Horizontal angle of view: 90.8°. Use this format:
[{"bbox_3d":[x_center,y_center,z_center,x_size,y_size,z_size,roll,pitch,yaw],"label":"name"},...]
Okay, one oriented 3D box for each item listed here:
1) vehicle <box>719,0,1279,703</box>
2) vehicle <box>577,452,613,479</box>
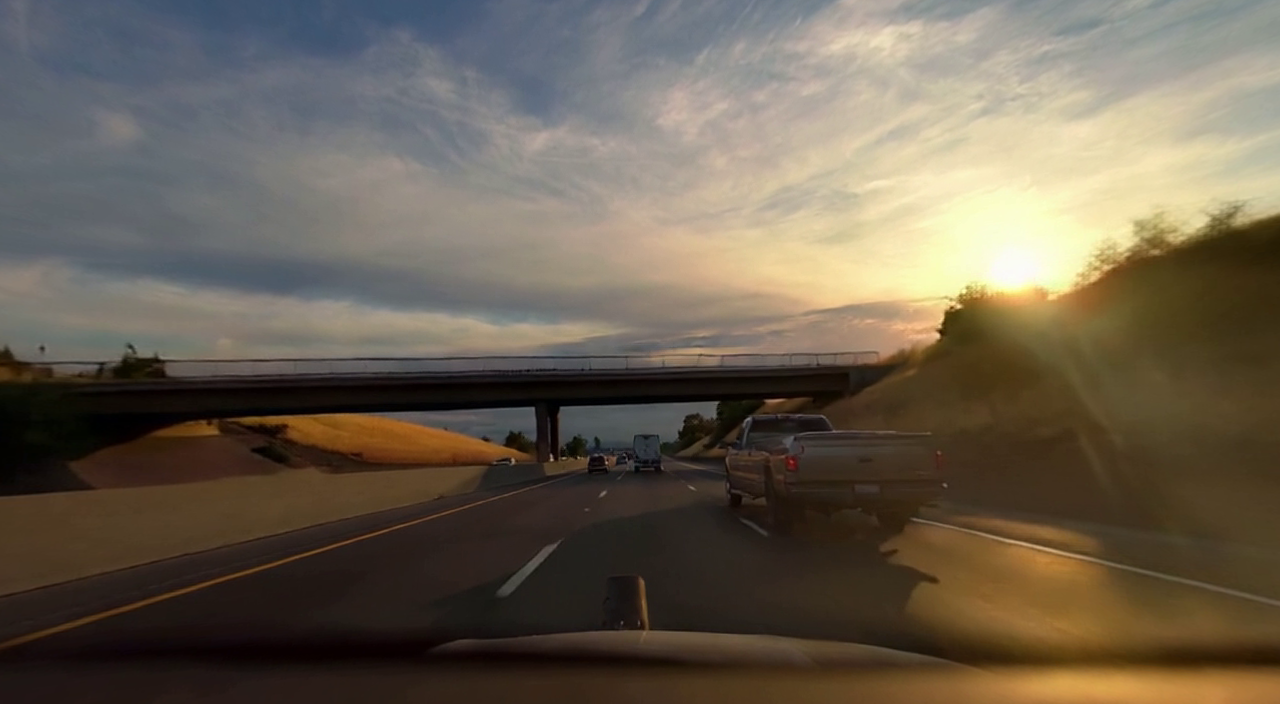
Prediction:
[{"bbox_3d":[4.074,1.158,11.550,3.131,4.037,16.729,0,-9,0],"label":"vehicle"},{"bbox_3d":[-2.844,7.303,40.890,2.007,1.647,3.854,0,-9,0],"label":"vehicle"}]
